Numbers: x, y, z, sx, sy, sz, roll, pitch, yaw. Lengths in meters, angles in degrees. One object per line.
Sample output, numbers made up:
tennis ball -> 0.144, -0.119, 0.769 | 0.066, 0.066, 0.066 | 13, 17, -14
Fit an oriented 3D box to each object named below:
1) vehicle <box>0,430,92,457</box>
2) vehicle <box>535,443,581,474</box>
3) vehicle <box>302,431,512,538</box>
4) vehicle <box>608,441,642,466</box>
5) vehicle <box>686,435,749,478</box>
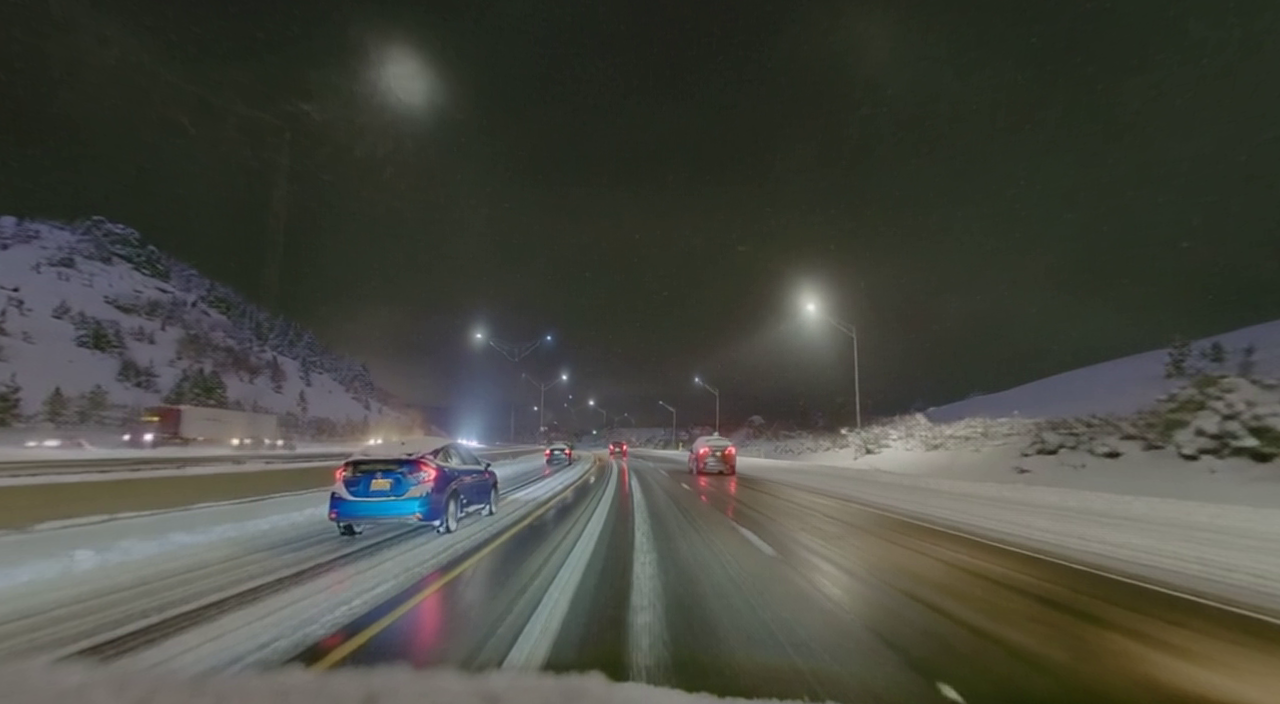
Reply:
vehicle -> -35.664, 5.500, 37.697 | 1.745, 1.497, 4.313 | 0, -9, -1
vehicle -> -4.133, 5.394, 32.242 | 1.796, 1.464, 3.839 | 0, -9, 0
vehicle -> -3.767, 2.207, 11.152 | 1.993, 1.500, 4.248 | 0, -9, 2
vehicle -> -0.972, 6.773, 42.220 | 2.147, 1.572, 4.094 | 0, -9, 0
vehicle -> 3.450, 4.770, 28.991 | 2.222, 1.820, 4.733 | 0, -9, -1
